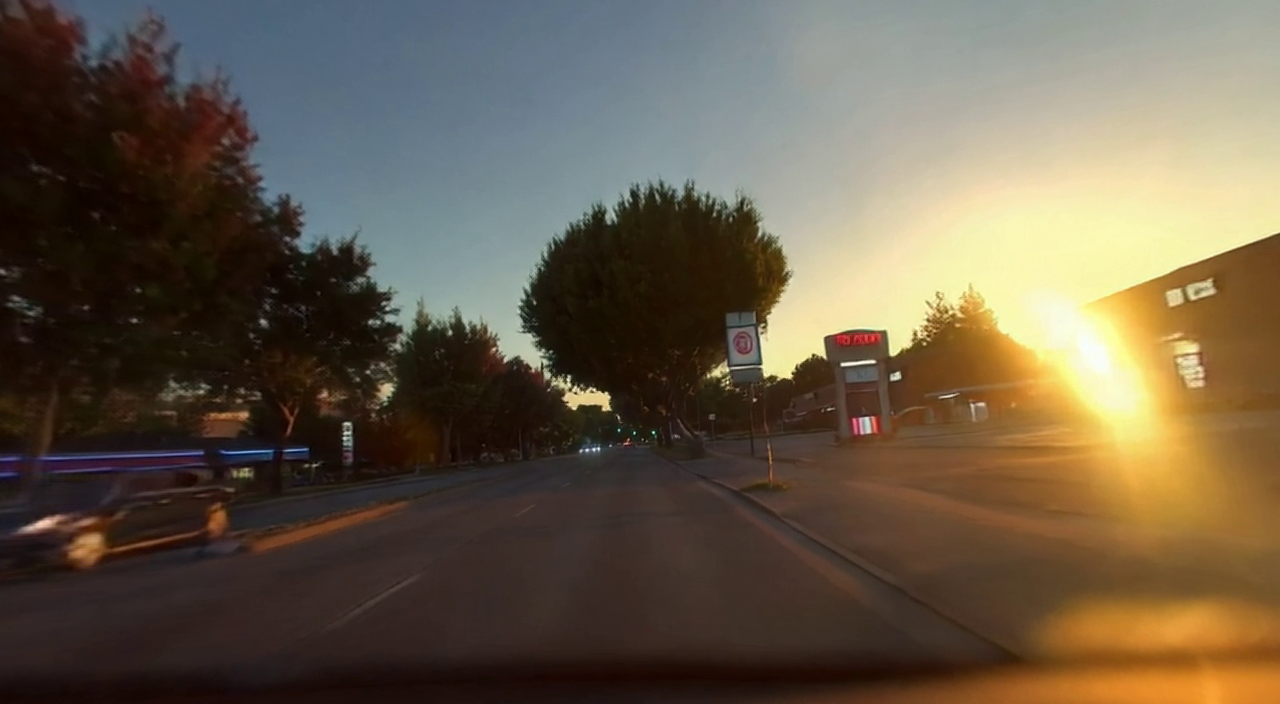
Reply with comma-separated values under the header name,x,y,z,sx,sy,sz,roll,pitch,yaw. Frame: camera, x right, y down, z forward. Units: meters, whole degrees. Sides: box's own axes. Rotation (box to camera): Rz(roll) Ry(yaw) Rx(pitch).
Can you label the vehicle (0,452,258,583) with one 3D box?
name,x,y,z,sx,sy,sz,roll,pitch,yaw
vehicle,-8.892,2.641,10.978,2.050,1.721,4.369,0,-8,-5
